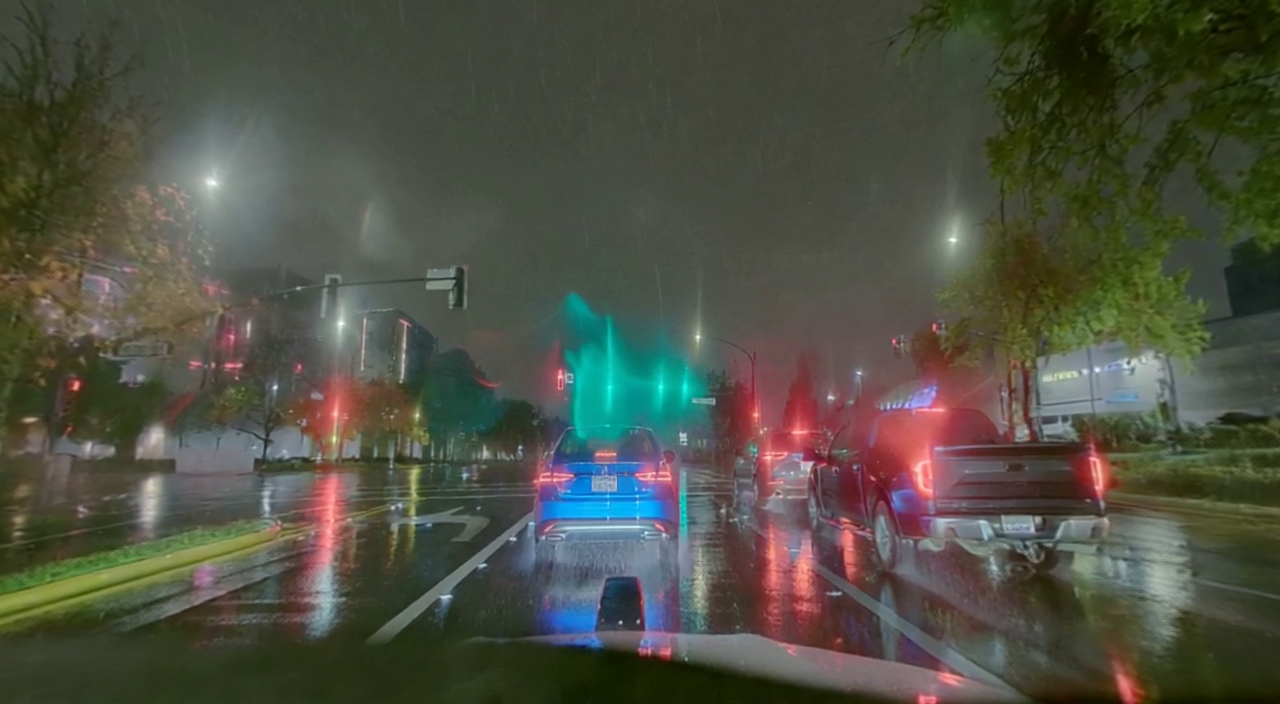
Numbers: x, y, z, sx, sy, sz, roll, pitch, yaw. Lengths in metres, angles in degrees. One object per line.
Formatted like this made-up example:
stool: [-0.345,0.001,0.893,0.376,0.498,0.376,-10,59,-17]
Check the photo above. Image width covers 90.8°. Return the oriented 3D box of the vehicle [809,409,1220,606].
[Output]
vehicle: [3.607,1.579,7.390,1.955,1.550,4.587,0,-8,-1]

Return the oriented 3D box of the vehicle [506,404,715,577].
vehicle: [-0.295,1.630,8.097,2.037,1.674,3.693,0,-8,0]

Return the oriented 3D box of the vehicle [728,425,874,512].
vehicle: [3.352,2.526,14.157,2.031,1.626,4.264,0,-8,-2]
